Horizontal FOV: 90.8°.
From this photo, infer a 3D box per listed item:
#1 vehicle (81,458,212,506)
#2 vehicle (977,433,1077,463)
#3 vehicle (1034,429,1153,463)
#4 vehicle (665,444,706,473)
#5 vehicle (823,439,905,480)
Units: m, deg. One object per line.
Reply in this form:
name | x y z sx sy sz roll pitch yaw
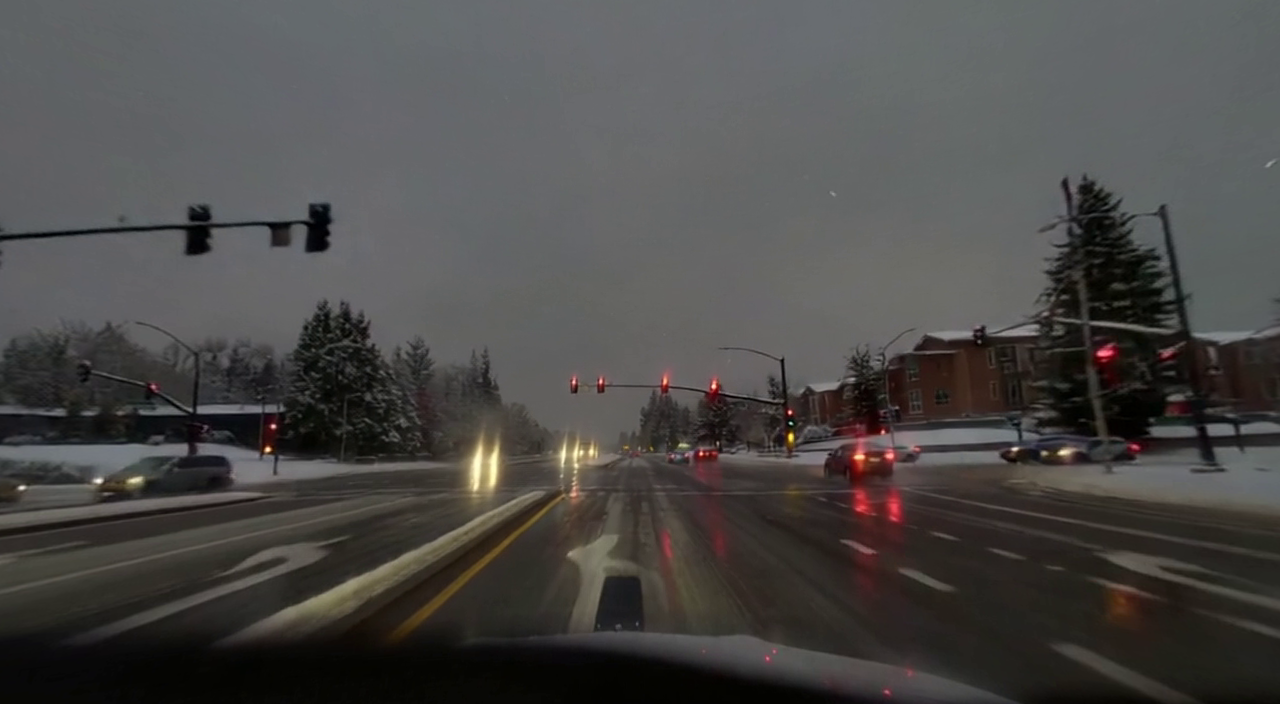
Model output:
vehicle | -22.539 5.901 29.163 2.016 1.871 4.983 0 -9 -1
vehicle | 22.700 5.668 37.155 4.475 1.682 2.044 0 -9 -1
vehicle | 24.489 5.080 34.247 4.747 1.766 2.179 0 -9 0
vehicle | 2.578 6.117 36.571 1.917 1.538 4.259 0 -9 -2
vehicle | 9.526 4.599 27.287 1.798 1.621 4.304 0 -9 -2
